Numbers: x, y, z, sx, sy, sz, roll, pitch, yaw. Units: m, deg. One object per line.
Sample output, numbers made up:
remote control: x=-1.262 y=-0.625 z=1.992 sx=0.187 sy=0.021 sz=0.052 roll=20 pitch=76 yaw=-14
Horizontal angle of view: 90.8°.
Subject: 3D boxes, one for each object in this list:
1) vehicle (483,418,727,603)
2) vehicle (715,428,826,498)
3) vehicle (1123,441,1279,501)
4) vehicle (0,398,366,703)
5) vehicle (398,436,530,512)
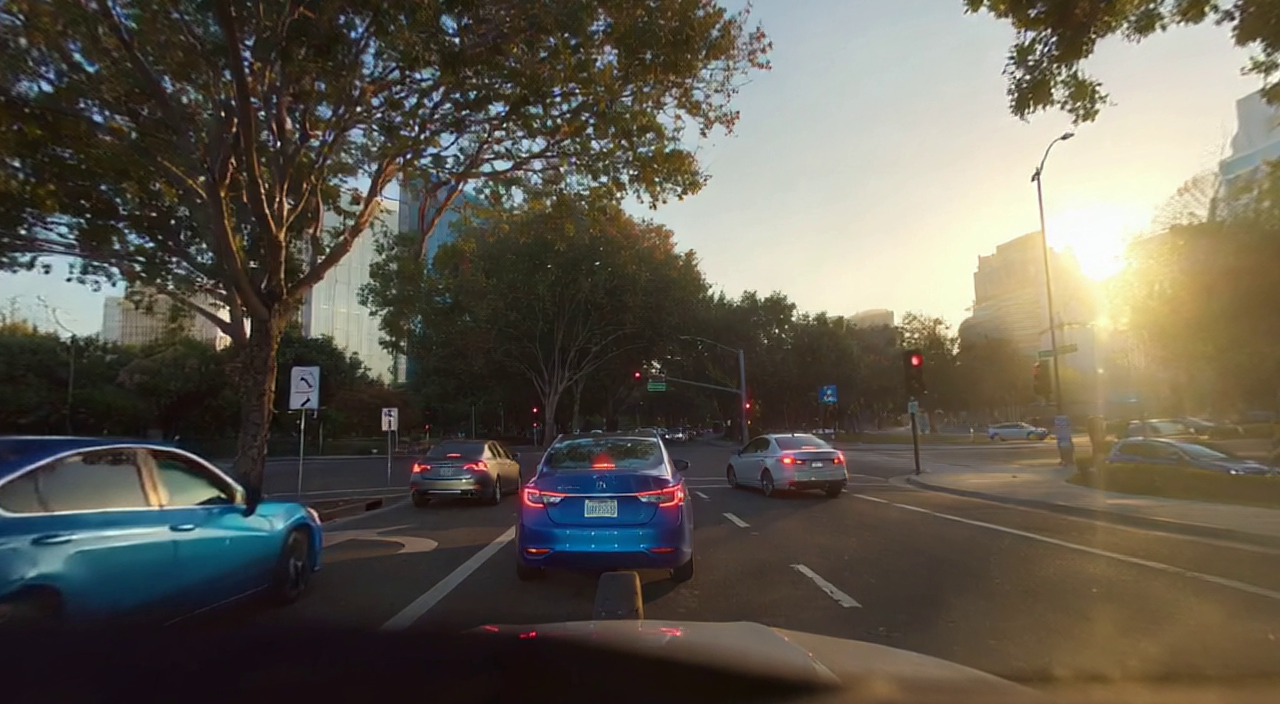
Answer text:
vehicle: x=-0.357 y=1.642 z=7.479 sx=2.045 sy=1.533 sz=4.183 roll=0 pitch=-8 yaw=-2
vehicle: x=3.432 y=3.005 z=17.511 sx=2.028 sy=1.678 sz=4.220 roll=0 pitch=-8 yaw=-2
vehicle: x=15.178 y=3.029 z=16.267 sx=3.951 sy=1.418 sz=1.842 roll=0 pitch=-8 yaw=-3
vehicle: x=-3.771 y=1.160 z=4.092 sx=2.074 sy=1.485 sz=4.395 roll=0 pitch=-8 yaw=-1
vehicle: x=-3.778 y=2.669 z=14.309 sx=1.998 sy=1.452 sz=3.773 roll=0 pitch=-8 yaw=-2
